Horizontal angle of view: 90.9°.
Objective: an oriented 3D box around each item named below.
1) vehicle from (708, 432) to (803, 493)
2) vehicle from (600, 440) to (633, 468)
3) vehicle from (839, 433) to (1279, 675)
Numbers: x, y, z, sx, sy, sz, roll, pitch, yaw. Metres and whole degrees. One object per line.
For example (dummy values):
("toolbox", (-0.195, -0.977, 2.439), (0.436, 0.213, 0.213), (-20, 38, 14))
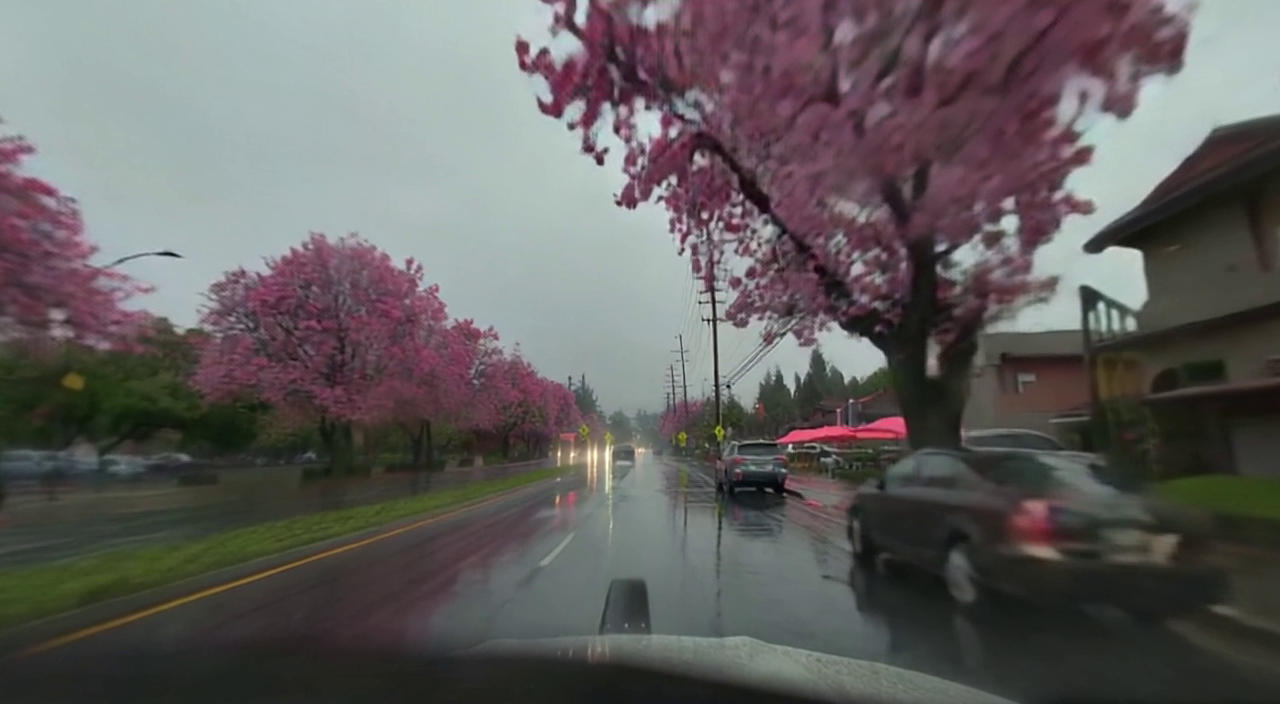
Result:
("vehicle", (3.950, 3.912, 22.729), (2.280, 1.904, 5.779), (0, -9, -1))
("vehicle", (-1.686, 7.621, 47.106), (2.202, 1.961, 4.980), (0, -9, 0))
("vehicle", (3.699, 1.585, 6.166), (2.042, 1.465, 4.455), (0, -9, 0))
